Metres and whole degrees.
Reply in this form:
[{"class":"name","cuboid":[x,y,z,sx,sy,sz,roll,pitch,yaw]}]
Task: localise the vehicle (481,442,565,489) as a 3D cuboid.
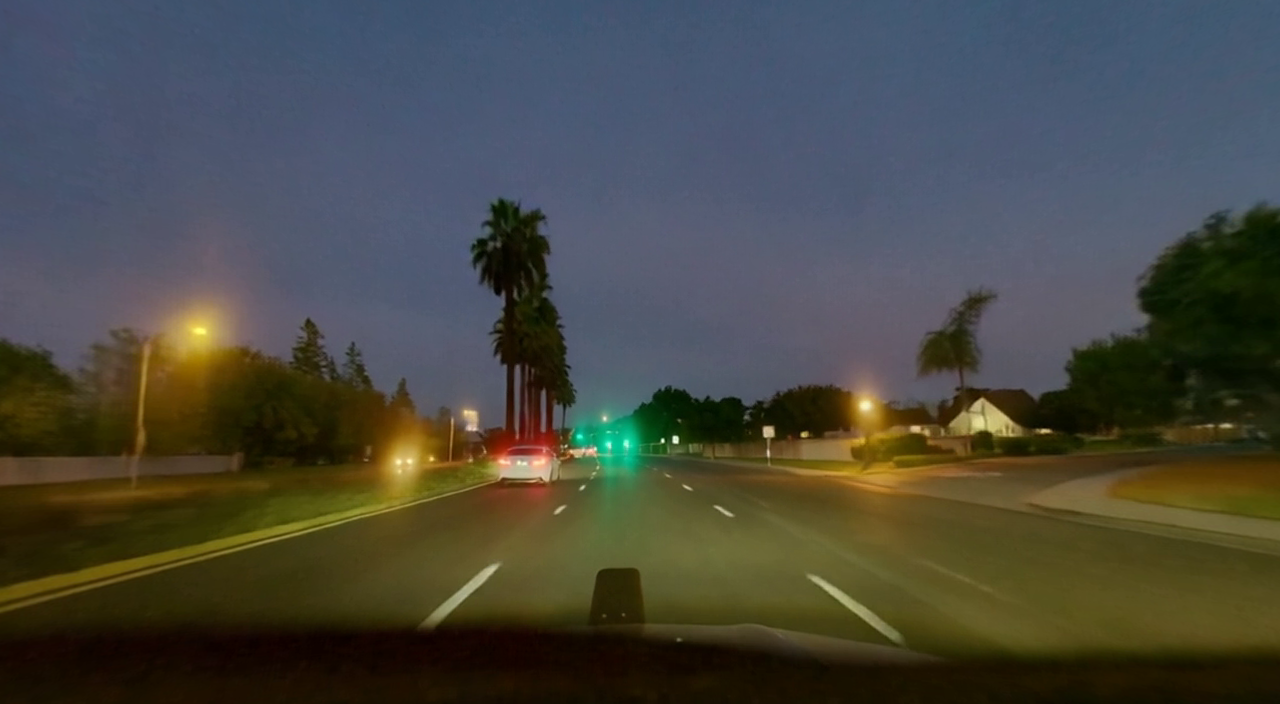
[{"class":"vehicle","cuboid":[-3.944,3.941,22.198,2.108,1.475,4.555,0,-9,0]}]
